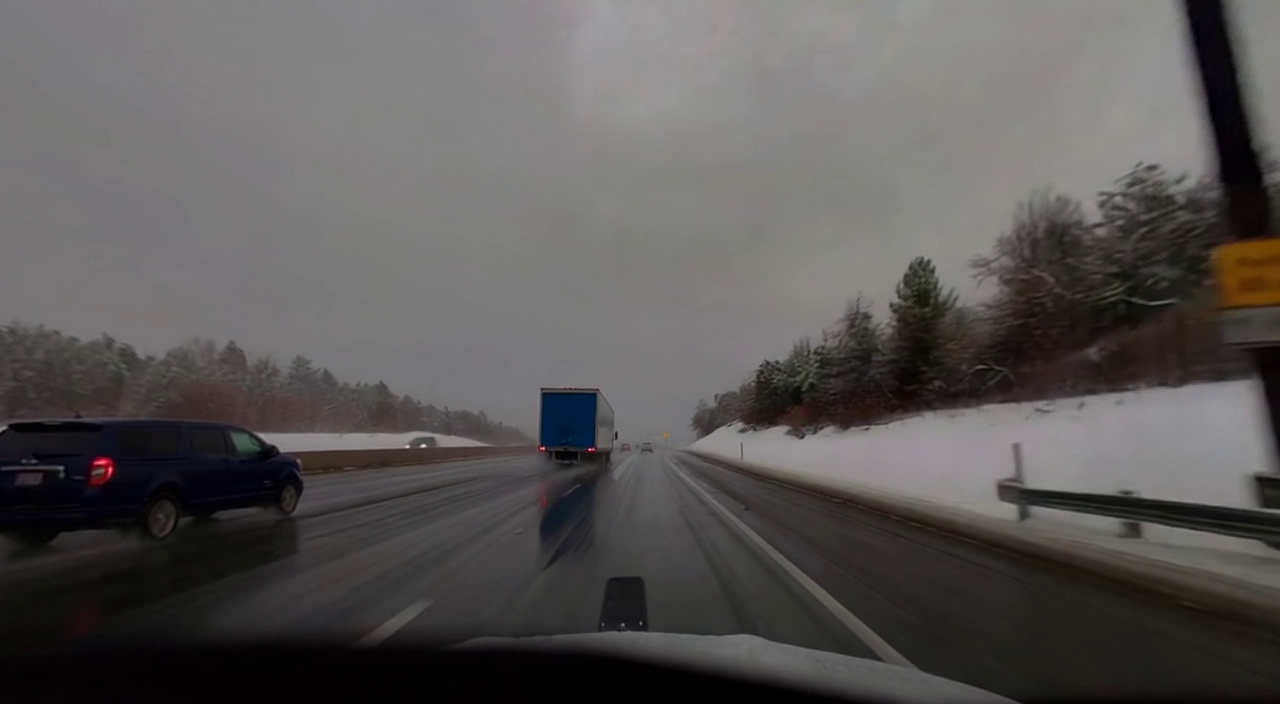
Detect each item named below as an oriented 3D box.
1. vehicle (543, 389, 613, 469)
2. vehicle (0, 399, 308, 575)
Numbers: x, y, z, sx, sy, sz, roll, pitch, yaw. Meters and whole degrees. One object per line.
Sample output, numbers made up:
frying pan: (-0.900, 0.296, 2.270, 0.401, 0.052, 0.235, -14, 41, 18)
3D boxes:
vehicle: (-3.458, 5.027, 39.740, 2.893, 4.073, 15.281, 0, -8, 0)
vehicle: (-7.471, 1.816, 9.377, 2.175, 1.860, 5.236, 0, -8, 0)
